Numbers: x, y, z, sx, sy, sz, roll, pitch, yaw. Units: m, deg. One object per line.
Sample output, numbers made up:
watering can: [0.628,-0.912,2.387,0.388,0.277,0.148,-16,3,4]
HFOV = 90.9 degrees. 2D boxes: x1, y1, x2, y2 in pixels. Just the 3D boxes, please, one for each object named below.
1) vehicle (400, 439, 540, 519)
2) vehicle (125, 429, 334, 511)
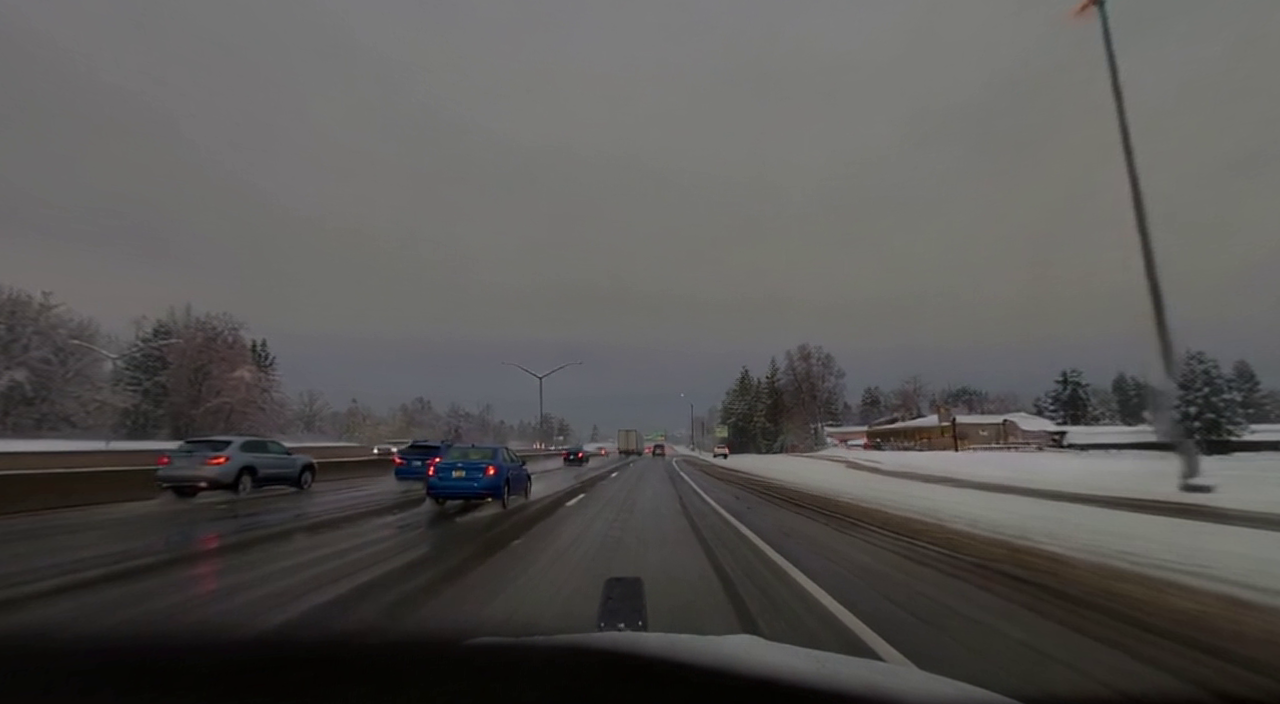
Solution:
vehicle: [-3.541,2.693,13.912,1.953,1.511,3.704,0,-8,2]
vehicle: [-10.427,3.019,16.673,2.044,1.810,5.016,0,-8,2]
